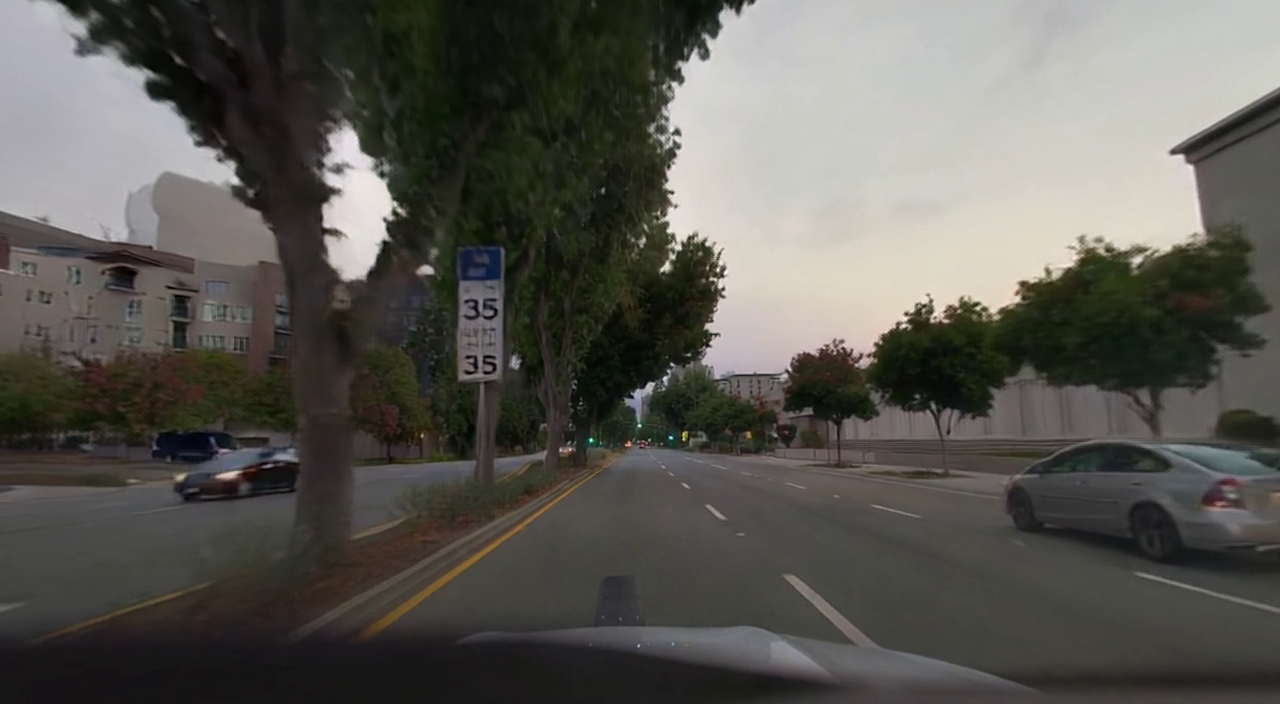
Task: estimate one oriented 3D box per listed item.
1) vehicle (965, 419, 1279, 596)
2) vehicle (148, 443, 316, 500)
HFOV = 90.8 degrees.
[{"bbox_3d":[6.562,1.729,8.026,2.088,1.524,5.085,0,-9,-1],"label":"vehicle"},{"bbox_3d":[-12.695,3.707,20.134,2.163,1.576,4.704,0,-9,0],"label":"vehicle"}]
